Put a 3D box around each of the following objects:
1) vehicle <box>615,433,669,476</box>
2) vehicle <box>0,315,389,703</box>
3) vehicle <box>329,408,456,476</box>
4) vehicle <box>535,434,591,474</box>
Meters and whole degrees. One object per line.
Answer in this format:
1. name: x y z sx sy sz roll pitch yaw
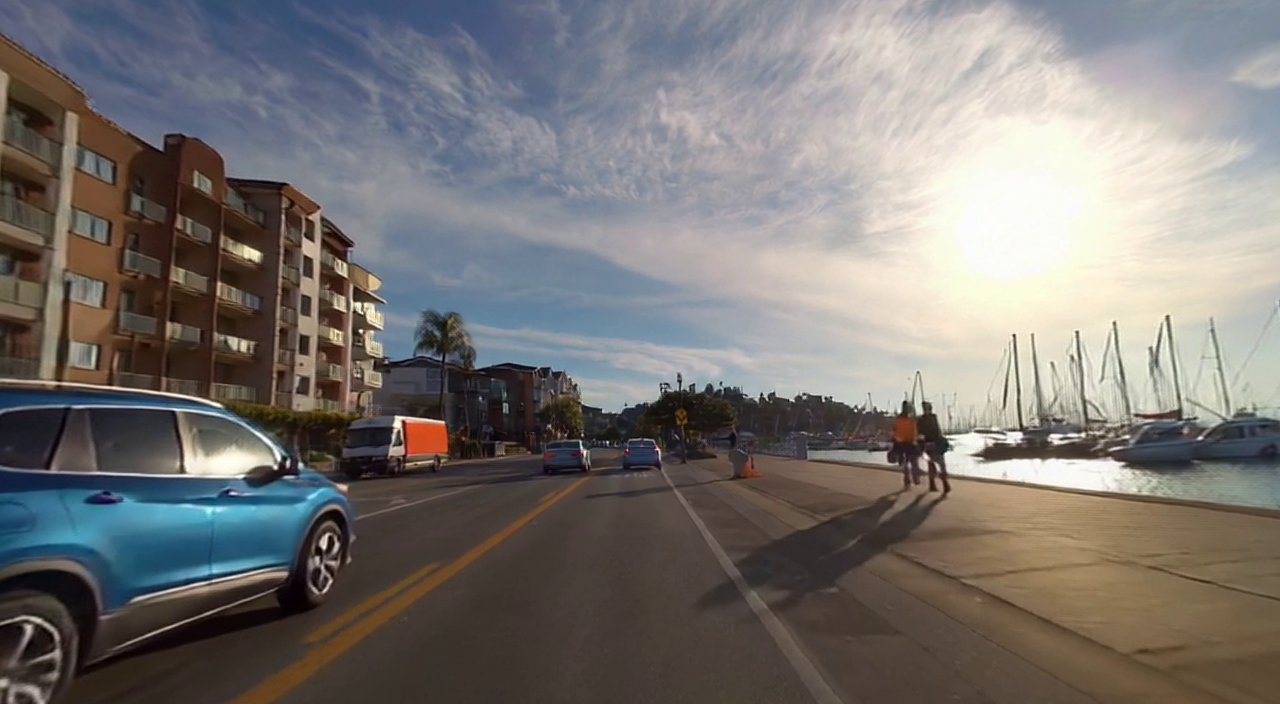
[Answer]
1. vehicle: 0.064 4.192 25.875 2.057 1.624 3.726 0 -9 0
2. vehicle: -3.551 0.975 3.799 2.082 1.817 4.724 0 -9 0
3. vehicle: -13.476 5.104 35.503 2.924 3.288 9.352 -1 -9 3
4. vehicle: -3.505 4.736 29.445 2.056 1.680 4.205 0 -9 1
